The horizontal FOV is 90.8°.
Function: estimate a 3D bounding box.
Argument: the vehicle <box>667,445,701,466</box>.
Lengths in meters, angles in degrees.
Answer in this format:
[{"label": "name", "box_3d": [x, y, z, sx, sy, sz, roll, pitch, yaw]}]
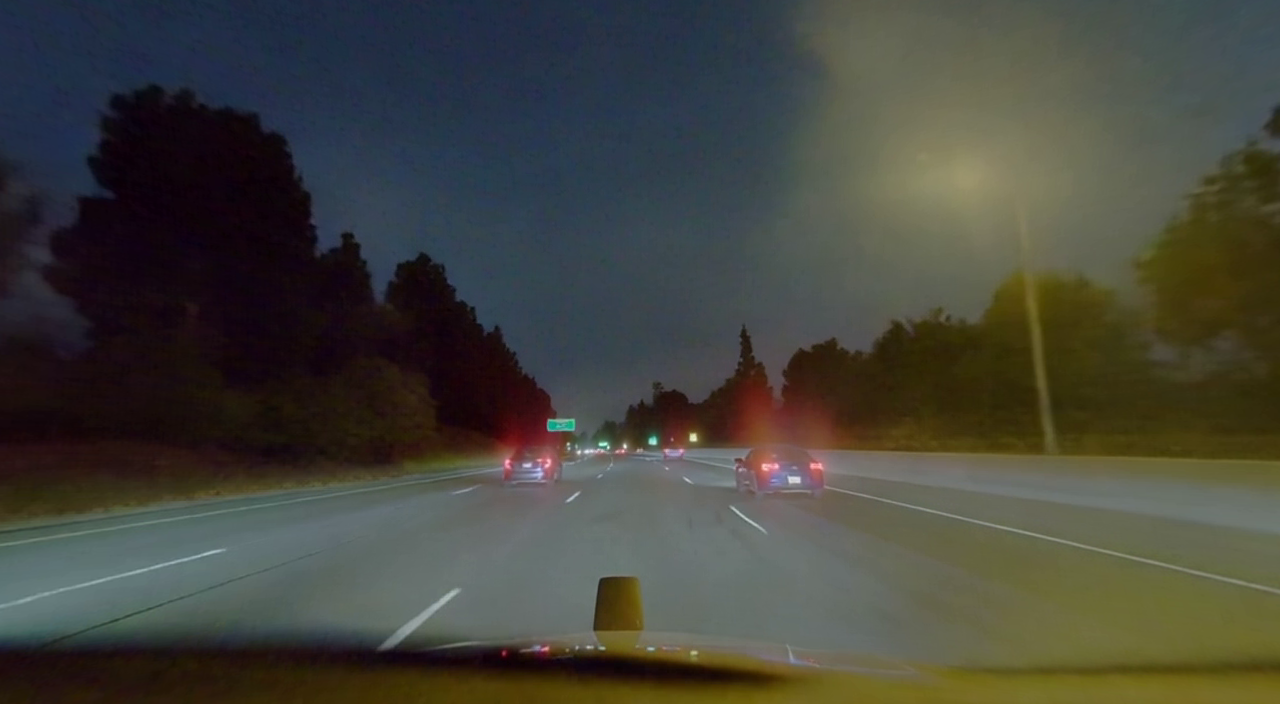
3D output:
[{"label": "vehicle", "box_3d": [3.109, 7.495, 45.809, 2.021, 1.447, 3.985, 0, -9, -2]}]

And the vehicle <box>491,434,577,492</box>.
[{"label": "vehicle", "box_3d": [-3.510, 3.788, 21.862, 2.244, 1.755, 4.417, 0, -9, -1]}]

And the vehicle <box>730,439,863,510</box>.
[{"label": "vehicle", "box_3d": [3.513, 2.832, 15.126, 1.947, 1.437, 4.345, 0, -9, -2]}]
